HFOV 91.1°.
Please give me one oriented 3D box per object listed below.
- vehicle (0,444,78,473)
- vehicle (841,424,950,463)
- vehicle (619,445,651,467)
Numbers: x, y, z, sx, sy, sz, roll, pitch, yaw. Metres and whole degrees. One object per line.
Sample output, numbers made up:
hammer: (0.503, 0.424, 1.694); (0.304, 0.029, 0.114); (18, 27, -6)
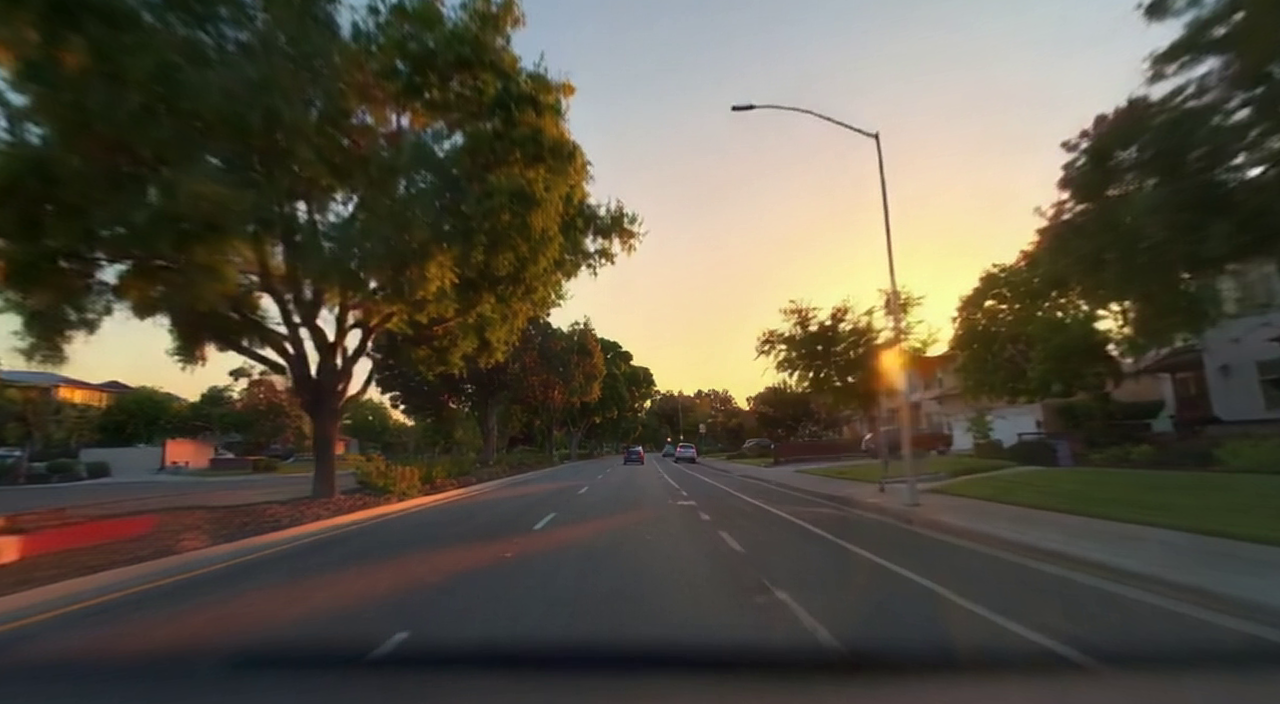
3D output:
vehicle: (-43.514, 7.557, 44.730); (2.136, 1.922, 5.105); (0, -9, 1)
vehicle: (13.146, 4.752, 32.574); (4.739, 1.918, 2.071); (-1, -8, 2)
vehicle: (-0.343, 7.048, 42.723); (2.054, 1.456, 4.003); (0, -9, -1)
